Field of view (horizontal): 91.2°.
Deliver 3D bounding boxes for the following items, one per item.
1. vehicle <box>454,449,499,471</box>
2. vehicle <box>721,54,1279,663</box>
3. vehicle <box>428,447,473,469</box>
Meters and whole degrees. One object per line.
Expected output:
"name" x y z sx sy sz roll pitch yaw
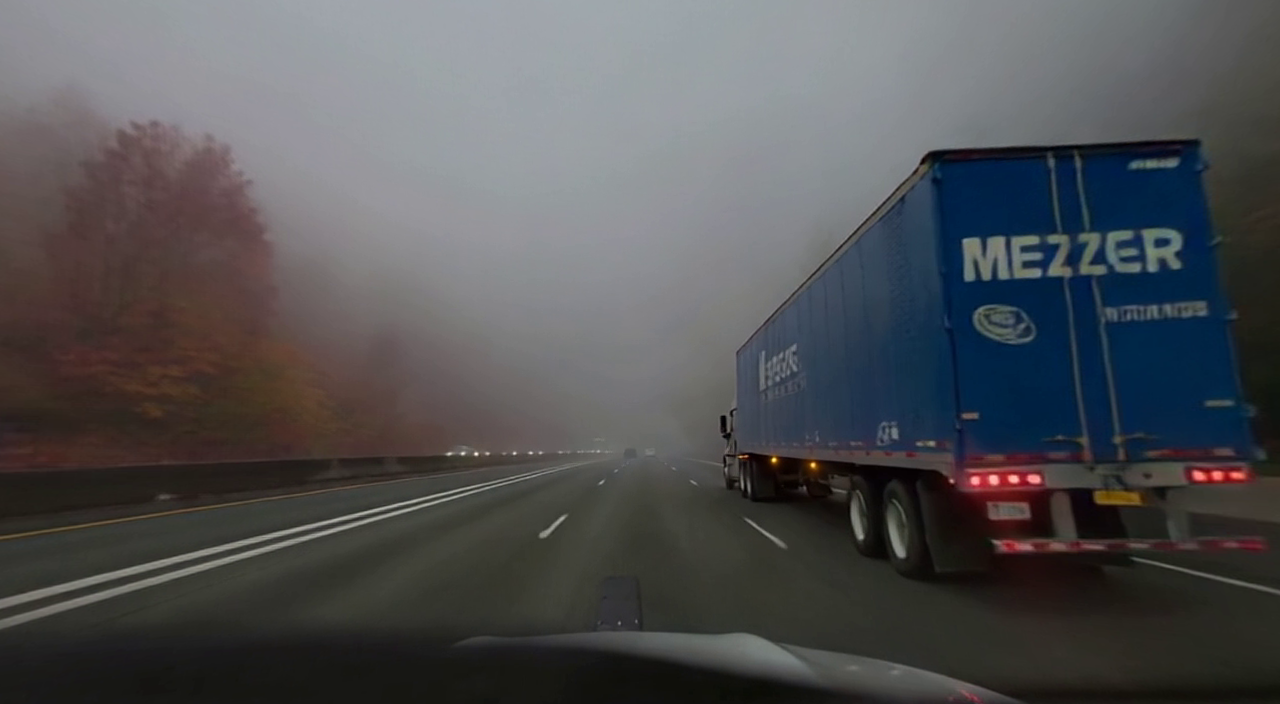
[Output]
"vehicle" -11.522 7.610 44.365 1.911 1.494 4.303 -1 -9 2
"vehicle" 4.105 1.179 12.261 3.003 3.880 16.814 0 -9 1
"vehicle" -14.880 8.297 49.359 2.075 1.608 4.299 -1 -9 2
